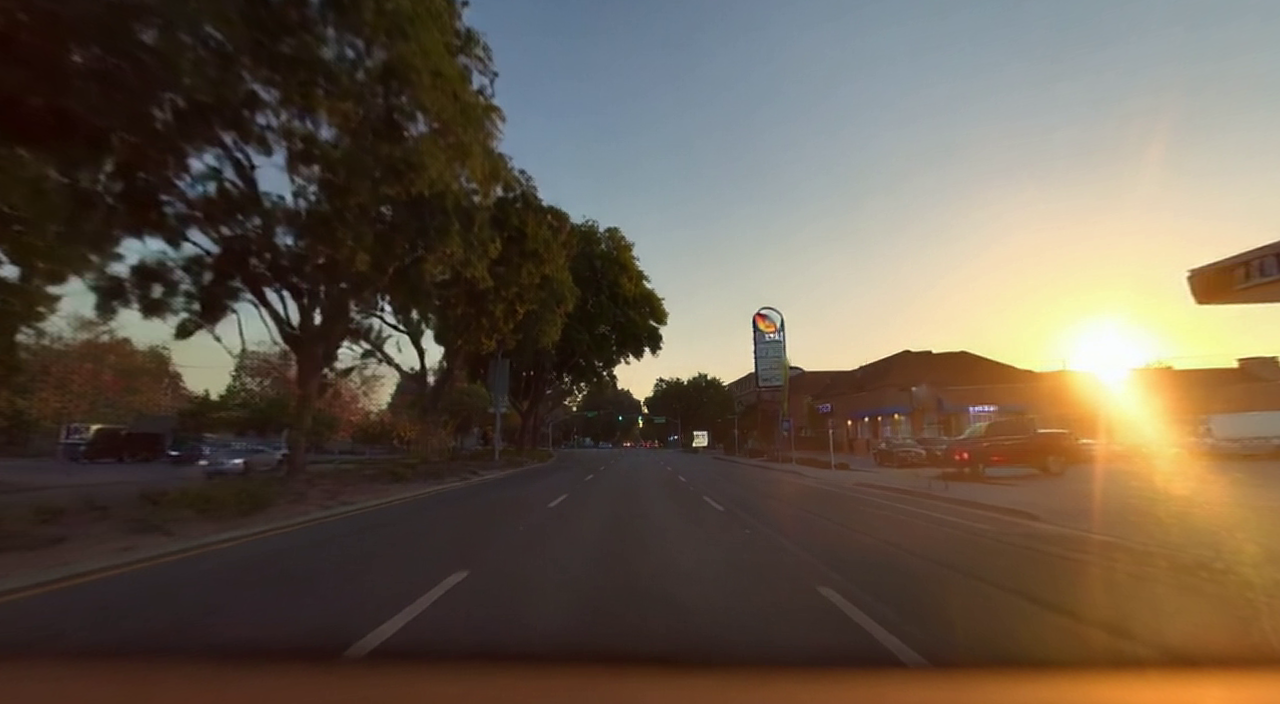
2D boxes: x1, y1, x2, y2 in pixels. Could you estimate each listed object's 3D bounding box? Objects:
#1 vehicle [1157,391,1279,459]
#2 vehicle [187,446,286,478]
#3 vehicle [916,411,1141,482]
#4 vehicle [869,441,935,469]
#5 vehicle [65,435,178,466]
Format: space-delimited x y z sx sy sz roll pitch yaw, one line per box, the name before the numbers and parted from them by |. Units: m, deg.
vehicle | 38.035 4.427 37.753 11.260 3.858 3.063 0 -9 0
vehicle | -20.122 5.461 31.753 1.846 1.461 4.674 0 -8 1
vehicle | 13.312 3.286 22.058 6.063 2.313 2.534 0 -8 1
vehicle | 14.837 5.840 36.042 1.920 1.471 4.516 0 -8 1
vehicle | -35.884 6.815 44.042 2.667 1.929 6.076 -1 -8 0
